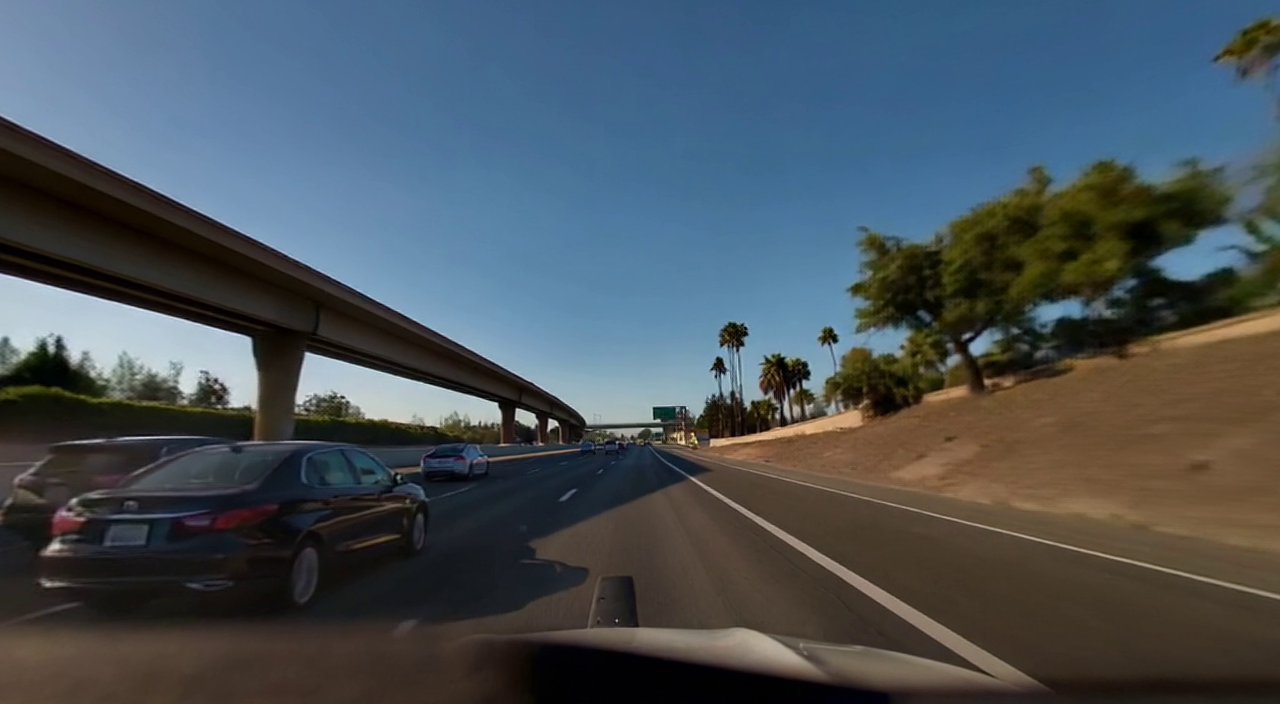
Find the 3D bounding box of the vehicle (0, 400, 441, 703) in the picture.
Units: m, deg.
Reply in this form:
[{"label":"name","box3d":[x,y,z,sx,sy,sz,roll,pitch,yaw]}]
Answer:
[{"label":"vehicle","box3d":[-3.294,1.292,4.922,1.978,1.499,4.695,0,-8,0]}]
